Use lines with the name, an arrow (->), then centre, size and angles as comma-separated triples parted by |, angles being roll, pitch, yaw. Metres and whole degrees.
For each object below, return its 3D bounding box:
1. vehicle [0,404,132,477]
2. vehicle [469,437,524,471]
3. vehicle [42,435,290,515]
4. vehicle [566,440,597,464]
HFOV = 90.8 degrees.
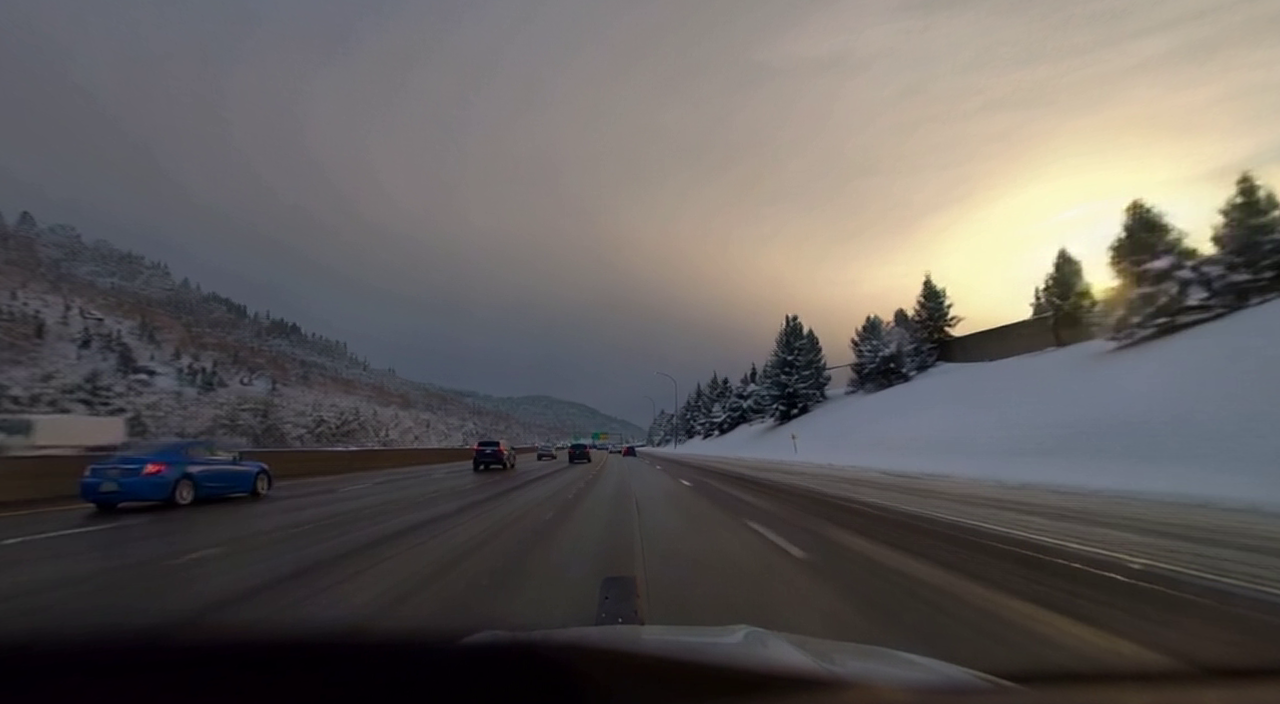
vehicle -> -29.850, 4.468, 31.767 | 2.804, 3.252, 6.771 | 0, -9, 1
vehicle -> -7.914, 5.663, 35.225 | 2.074, 1.768, 4.805 | 0, -9, -2
vehicle -> -10.238, 2.664, 14.272 | 1.949, 1.475, 4.740 | 0, -9, 0
vehicle -> -4.374, 7.544, 47.962 | 2.115, 1.713, 4.263 | 0, -9, -2
